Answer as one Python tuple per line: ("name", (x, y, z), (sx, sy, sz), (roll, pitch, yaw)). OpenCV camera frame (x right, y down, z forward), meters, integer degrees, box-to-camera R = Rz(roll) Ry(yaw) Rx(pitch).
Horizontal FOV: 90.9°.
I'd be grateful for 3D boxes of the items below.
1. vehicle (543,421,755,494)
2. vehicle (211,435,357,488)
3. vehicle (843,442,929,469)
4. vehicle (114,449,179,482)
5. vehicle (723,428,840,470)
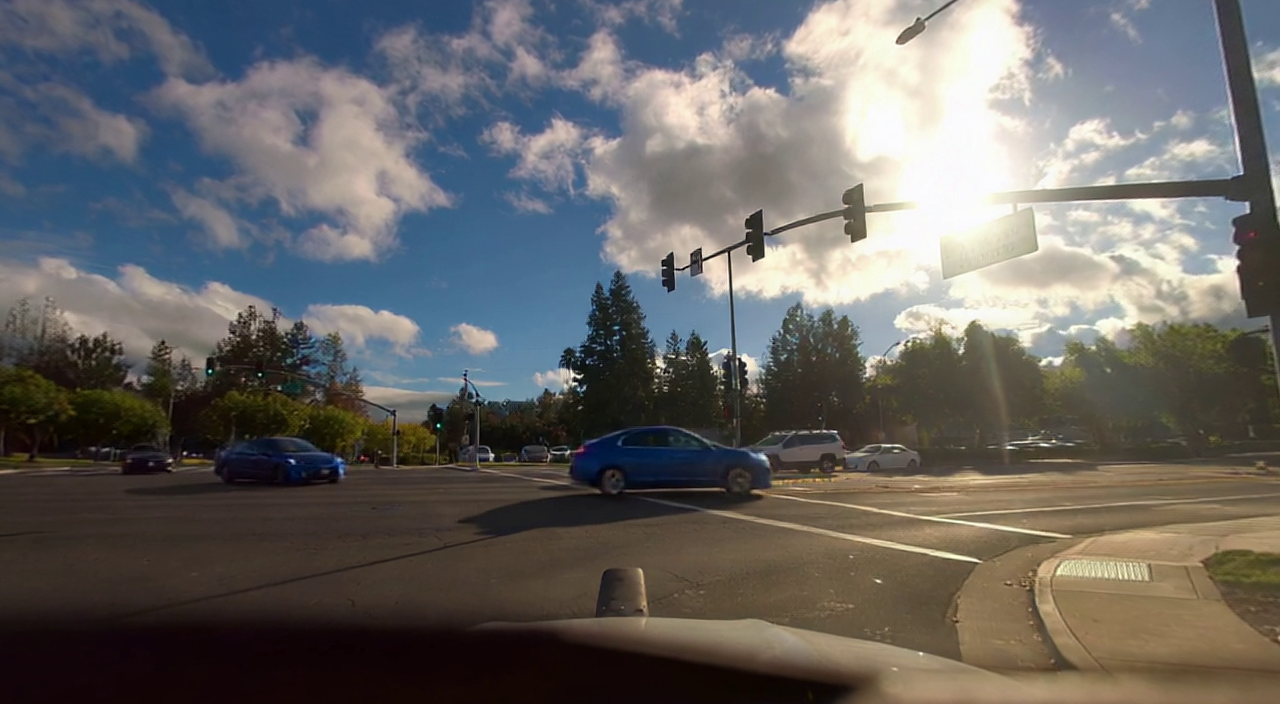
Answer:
("vehicle", (0.207, 2.848, 17.156), (5.332, 1.807, 2.450), (0, -8, -2))
("vehicle", (-11.402, 3.445, 20.098), (4.826, 1.484, 2.000), (-6, -10, 33))
("vehicle", (13.833, 5.795, 35.420), (4.457, 1.429, 1.862), (4, -9, -26))
("vehicle", (-24.476, 5.544, 31.162), (1.953, 1.462, 4.589), (8, -11, -43))
("vehicle", (7.351, 5.051, 32.578), (5.791, 1.964, 2.199), (5, -10, -27))
